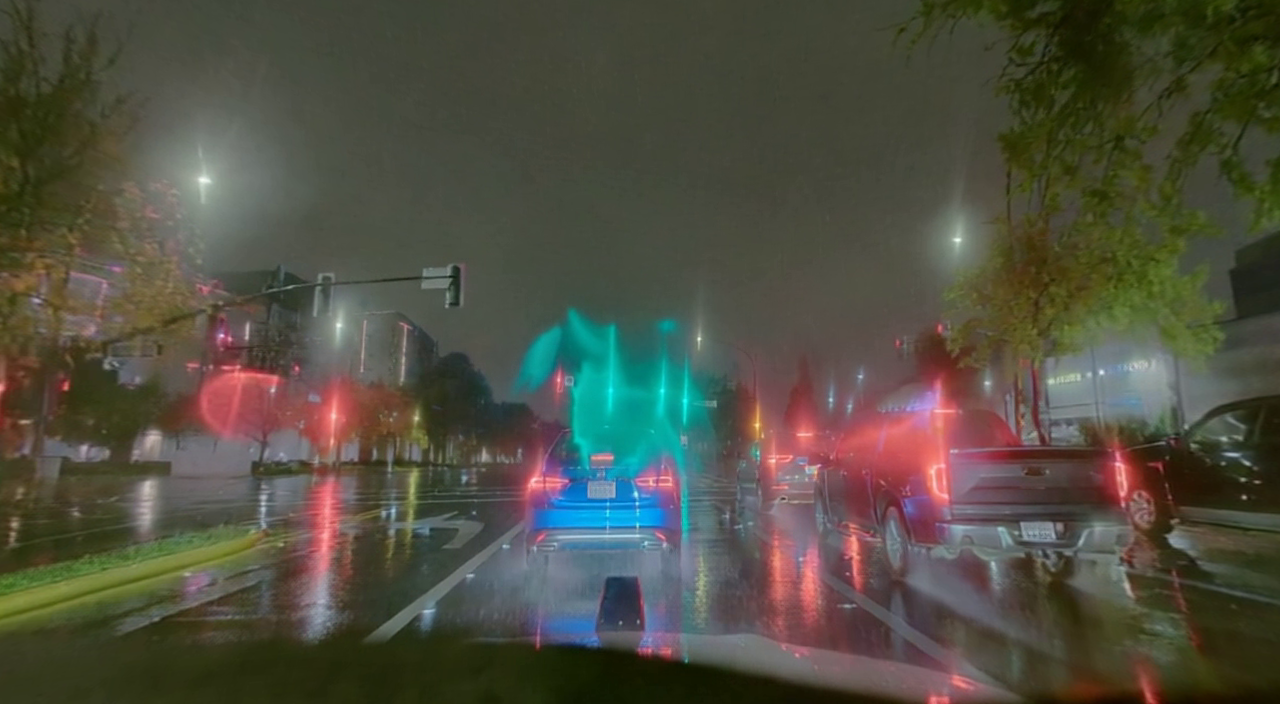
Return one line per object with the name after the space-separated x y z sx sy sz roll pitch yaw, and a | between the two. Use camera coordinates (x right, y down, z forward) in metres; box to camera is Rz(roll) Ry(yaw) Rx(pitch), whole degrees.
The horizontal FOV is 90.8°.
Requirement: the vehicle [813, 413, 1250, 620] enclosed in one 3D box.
3.605 1.587 7.141 1.955 1.550 4.587 0 -8 -1 | vehicle

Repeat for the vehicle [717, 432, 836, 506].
3.341 2.959 16.441 2.031 1.626 4.264 0 -8 -1 | vehicle

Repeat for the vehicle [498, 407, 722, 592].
-0.270 1.629 7.697 2.037 1.674 3.693 0 -8 0 | vehicle
